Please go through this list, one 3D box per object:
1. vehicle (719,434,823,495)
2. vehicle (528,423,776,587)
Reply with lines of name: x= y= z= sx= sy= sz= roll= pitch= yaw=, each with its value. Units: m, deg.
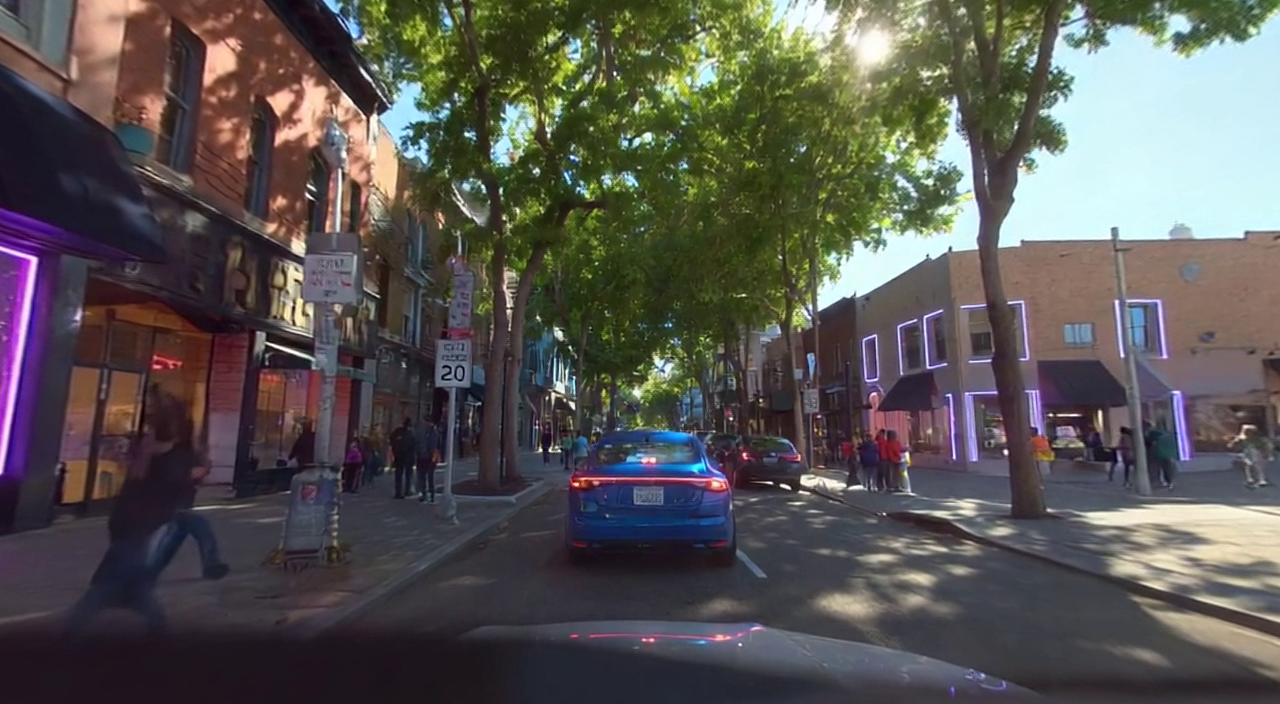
vehicle: x=3.618 y=3.196 z=18.351 sx=2.025 sy=1.523 sz=4.426 roll=0 pitch=-9 yaw=0
vehicle: x=0.085 y=1.715 z=7.917 sx=2.261 sy=1.474 sz=4.130 roll=0 pitch=-8 yaw=-1
